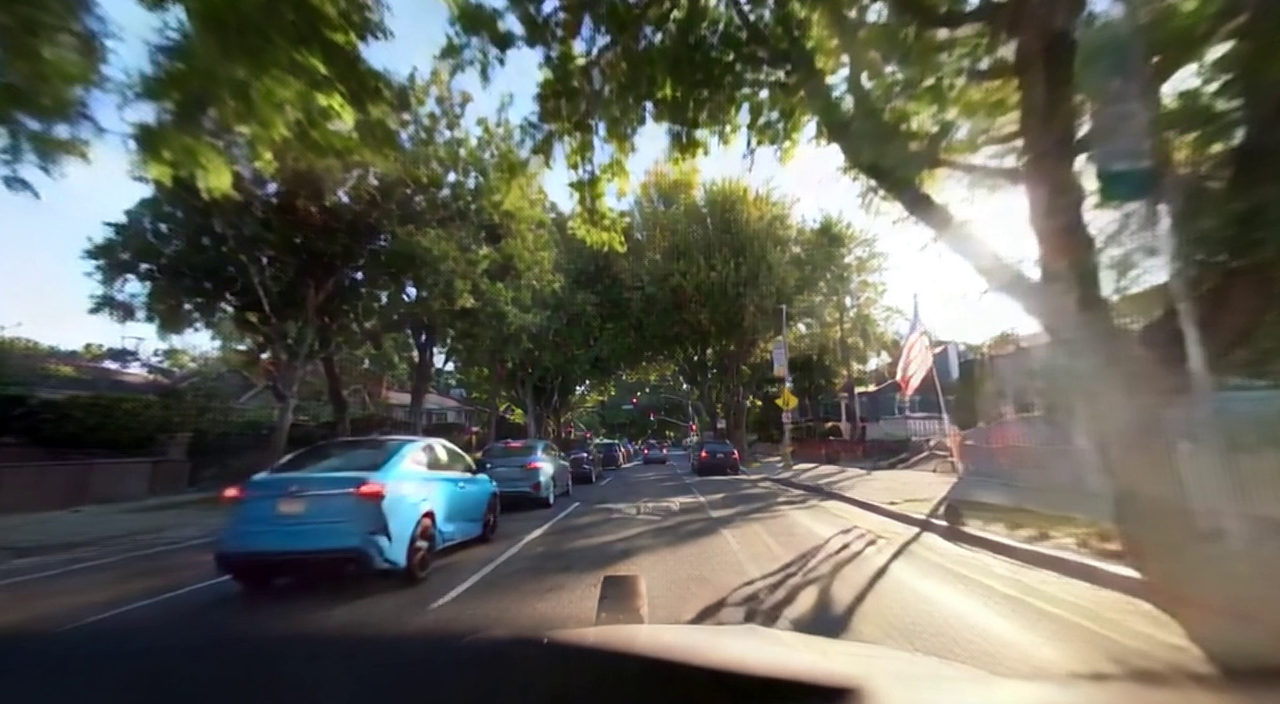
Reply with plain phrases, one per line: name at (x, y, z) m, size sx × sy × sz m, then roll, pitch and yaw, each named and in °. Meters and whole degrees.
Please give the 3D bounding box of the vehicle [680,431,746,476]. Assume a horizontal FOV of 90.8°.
vehicle at (2.954, 4.248, 26.591) m, size 2.258 × 1.682 × 4.635 m, roll 0°, pitch -8°, yaw 0°

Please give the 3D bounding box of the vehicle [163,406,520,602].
vehicle at (-2.971, 1.621, 7.661) m, size 1.971 × 1.639 × 4.487 m, roll -1°, pitch -8°, yaw 3°

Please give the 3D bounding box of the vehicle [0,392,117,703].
vehicle at (-2.801, 0.621, 0.159) m, size 1.807 × 1.475 × 3.952 m, roll -1°, pitch -8°, yaw 3°

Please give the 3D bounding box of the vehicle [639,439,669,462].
vehicle at (0.964, 6.620, 42.415) m, size 1.927 × 1.453 × 3.848 m, roll 0°, pitch -8°, yaw 2°
